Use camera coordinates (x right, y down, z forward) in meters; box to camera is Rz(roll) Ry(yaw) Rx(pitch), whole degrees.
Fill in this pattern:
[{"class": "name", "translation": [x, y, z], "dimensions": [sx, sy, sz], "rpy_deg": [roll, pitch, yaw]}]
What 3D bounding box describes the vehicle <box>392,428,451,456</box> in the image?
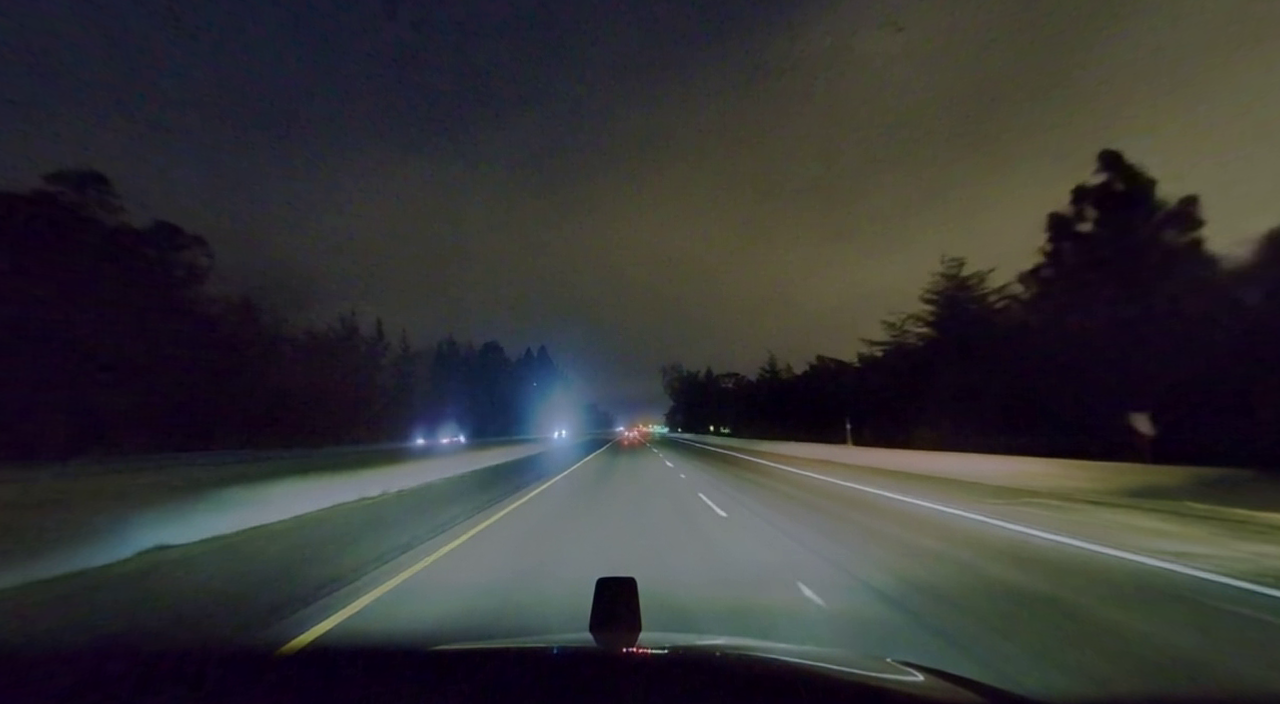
[{"class": "vehicle", "translation": [-13.241, 5.458, 38.375], "dimensions": [1.949, 1.576, 4.484], "rpy_deg": [0, -7, 0]}]
